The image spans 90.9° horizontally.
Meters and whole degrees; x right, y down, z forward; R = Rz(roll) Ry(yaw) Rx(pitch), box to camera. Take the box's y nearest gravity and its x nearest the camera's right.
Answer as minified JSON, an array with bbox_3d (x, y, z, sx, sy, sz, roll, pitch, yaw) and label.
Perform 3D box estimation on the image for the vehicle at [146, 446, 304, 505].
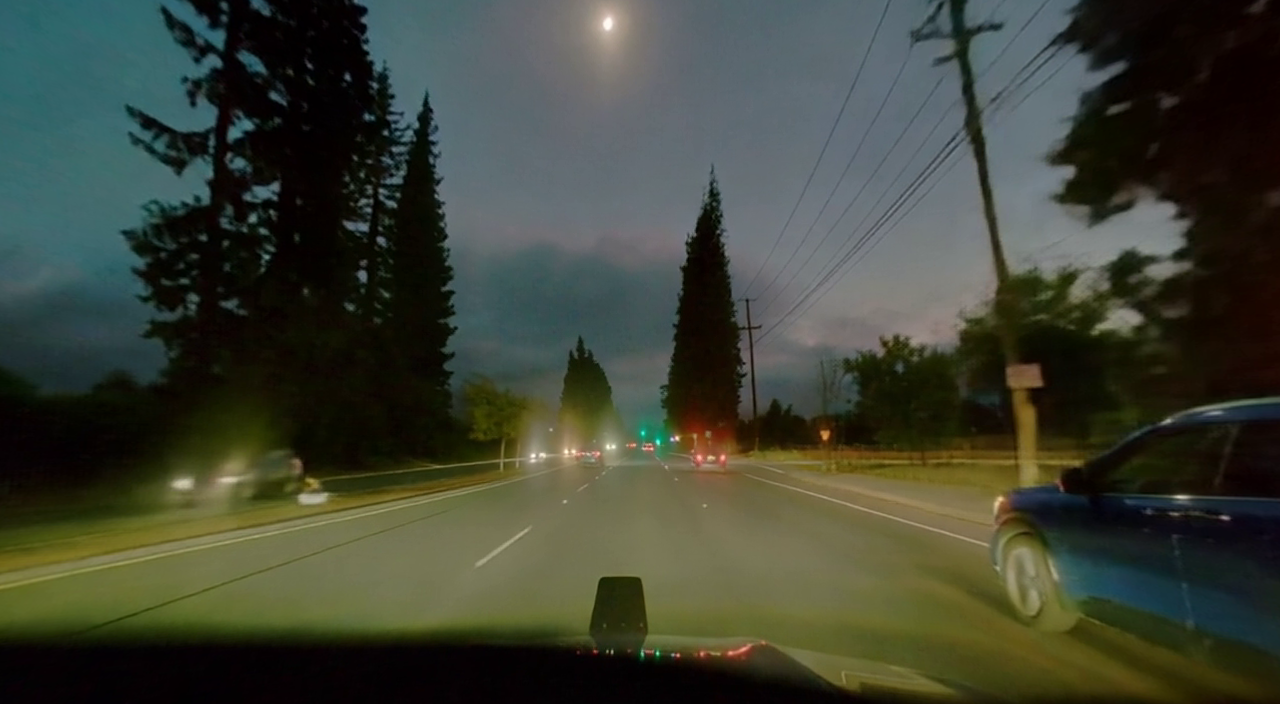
[{"bbox_3d":[-14.049,4.164,21.801,2.168,1.782,4.746,0,-9,0],"label":"vehicle"}]

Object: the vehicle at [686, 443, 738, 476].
[{"bbox_3d":[3.403,5.165,30.491,1.906,1.468,4.422,0,-9,-1],"label":"vehicle"}]

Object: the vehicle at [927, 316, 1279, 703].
[{"bbox_3d":[3.351,0.828,2.686,2.182,1.744,4.464,0,-9,1],"label":"vehicle"}]

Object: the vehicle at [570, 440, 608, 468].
[{"bbox_3d":[-3.287,6.703,41.399,2.066,1.725,4.241,0,-9,1],"label":"vehicle"}]
